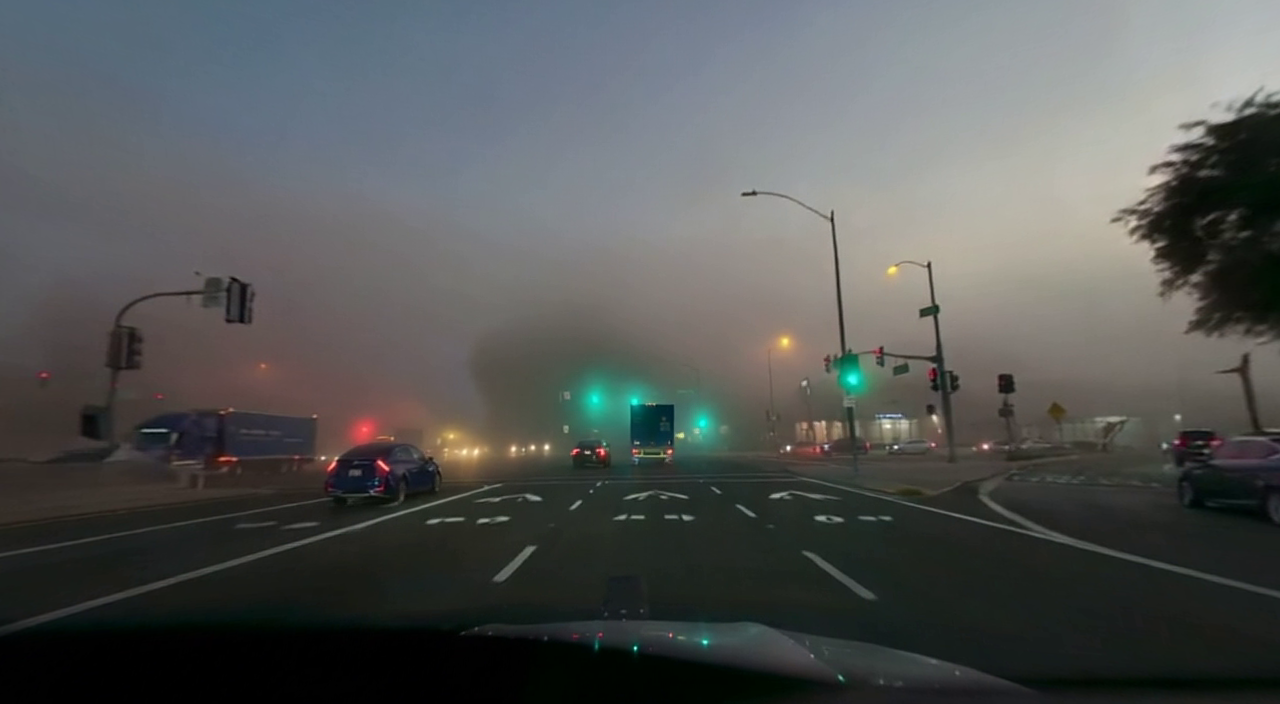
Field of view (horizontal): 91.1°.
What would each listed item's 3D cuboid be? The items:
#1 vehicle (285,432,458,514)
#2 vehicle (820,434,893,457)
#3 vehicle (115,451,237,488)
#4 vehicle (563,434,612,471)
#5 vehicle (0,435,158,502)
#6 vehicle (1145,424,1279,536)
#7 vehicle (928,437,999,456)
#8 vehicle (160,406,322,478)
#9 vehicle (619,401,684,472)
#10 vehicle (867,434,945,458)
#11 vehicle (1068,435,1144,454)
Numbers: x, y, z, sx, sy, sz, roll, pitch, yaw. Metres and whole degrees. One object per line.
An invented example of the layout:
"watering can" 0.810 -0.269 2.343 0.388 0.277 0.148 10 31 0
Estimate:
"vehicle" -6.135 2.803 15.119 2.045 1.630 4.680 0 -8 0
"vehicle" 17.173 7.436 49.993 5.039 1.744 2.043 0 -9 0
"vehicle" -21.170 5.352 28.941 1.963 1.507 4.713 0 -9 1
"vehicle" -2.794 5.475 34.376 2.178 1.826 4.933 0 -8 1
"vehicle" -18.173 3.639 20.059 2.032 1.885 4.303 0 -8 0
"vehicle" 9.851 1.842 9.200 1.961 1.502 4.541 -2 -9 14
"vehicle" 25.616 7.473 49.782 4.506 1.484 1.928 0 -9 0
"vehicle" -25.010 5.814 40.524 3.017 3.971 11.161 0 -8 0
"vehicle" 0.593 4.388 32.347 2.993 3.235 6.692 0 -8 1
"vehicle" 19.649 6.989 46.541 4.831 1.529 1.966 -3 -10 0
"vehicle" 36.713 7.293 49.520 4.337 1.487 1.949 0 -9 1
